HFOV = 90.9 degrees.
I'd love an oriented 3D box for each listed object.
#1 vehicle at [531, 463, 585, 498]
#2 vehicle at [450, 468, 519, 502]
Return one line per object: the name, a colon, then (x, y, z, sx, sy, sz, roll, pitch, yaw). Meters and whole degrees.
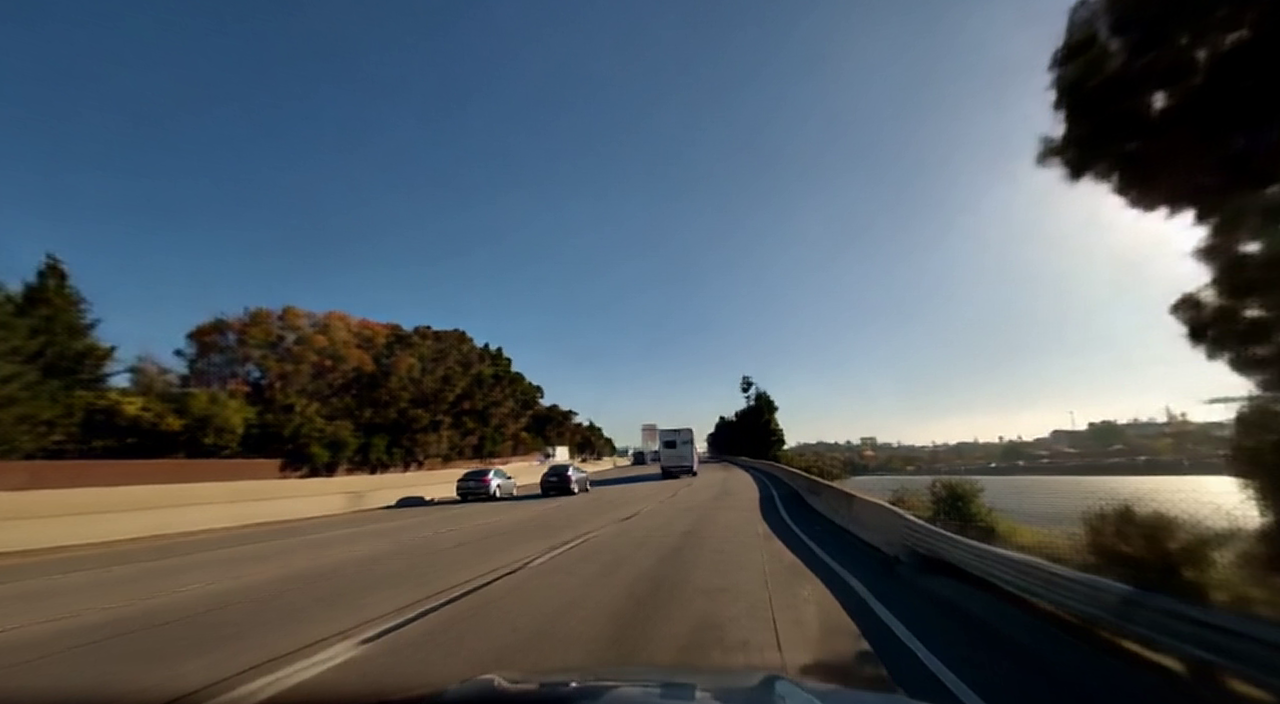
vehicle: (-3.930, 6.227, 30.686, 1.778, 1.560, 3.030, -1, -10, 9)
vehicle: (-7.746, 6.662, 31.866, 1.872, 1.536, 4.134, -1, -10, 9)
